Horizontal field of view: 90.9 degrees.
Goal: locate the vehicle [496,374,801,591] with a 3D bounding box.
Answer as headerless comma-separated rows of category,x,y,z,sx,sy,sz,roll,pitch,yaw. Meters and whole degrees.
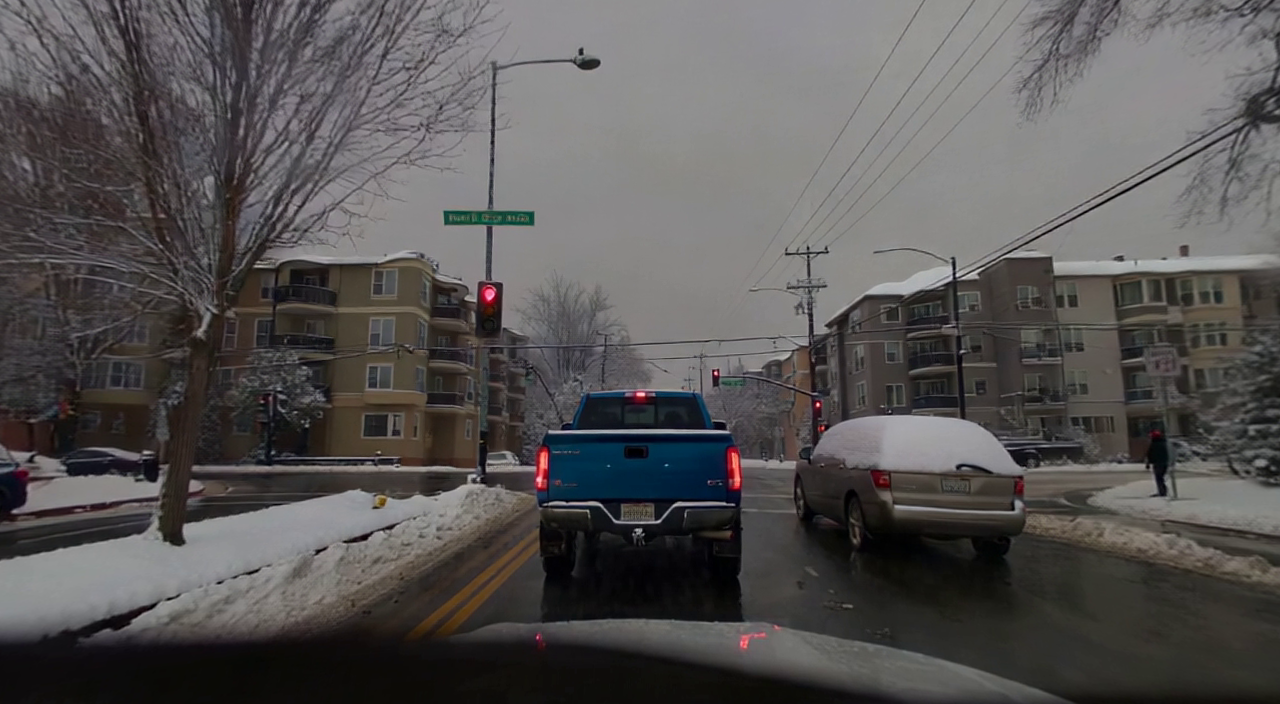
vehicle,0.105,1.549,8.308,2.738,1.959,5.070,0,-8,1

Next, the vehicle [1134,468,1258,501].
vehicle,26.375,6.284,29.996,4.071,1.388,1.884,0,-8,1

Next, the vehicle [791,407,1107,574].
vehicle,3.857,1.824,9.129,2.131,1.759,4.762,0,-8,0

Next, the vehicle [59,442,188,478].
vehicle,-24.856,5.189,30.426,4.563,1.692,1.778,0,-8,-1
